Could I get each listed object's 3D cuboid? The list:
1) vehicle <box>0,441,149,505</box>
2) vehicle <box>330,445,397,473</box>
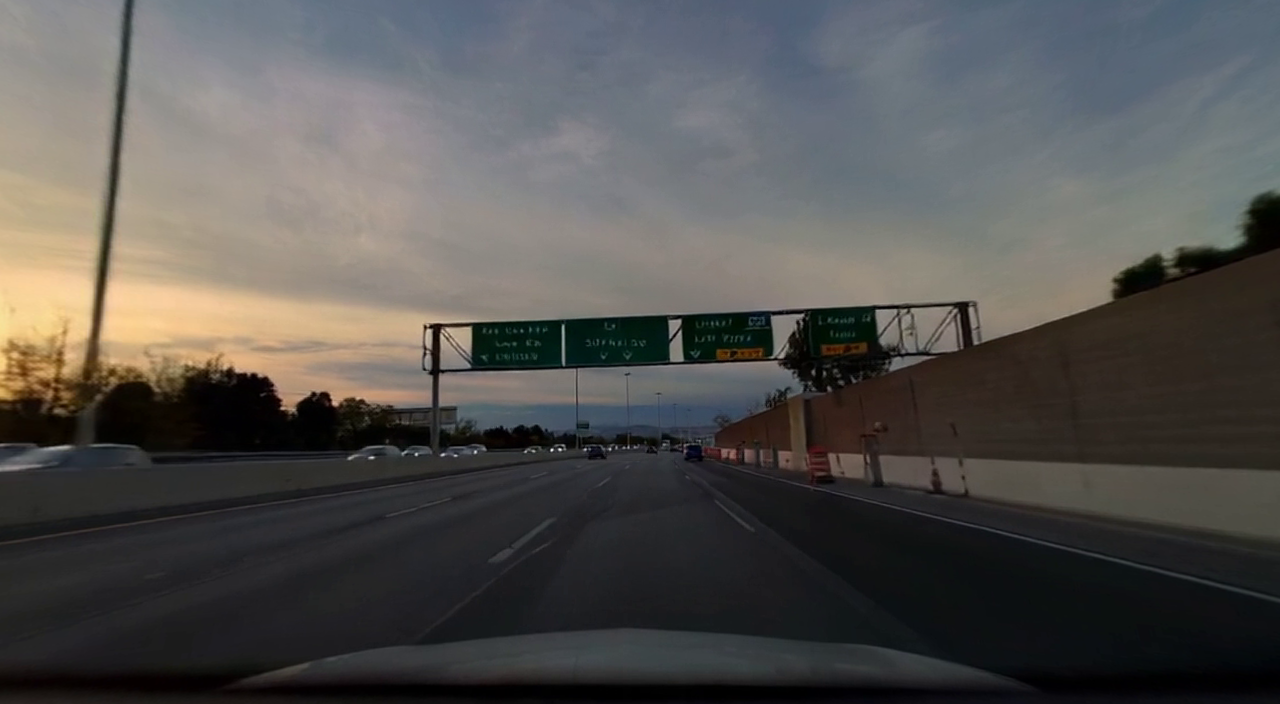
[{"bbox_3d":[-16.345,3.246,17.264,1.937,1.515,4.594,-1,-9,2],"label":"vehicle"},{"bbox_3d":[-16.186,6.289,37.115,1.871,1.485,4.332,-1,-9,2],"label":"vehicle"}]
